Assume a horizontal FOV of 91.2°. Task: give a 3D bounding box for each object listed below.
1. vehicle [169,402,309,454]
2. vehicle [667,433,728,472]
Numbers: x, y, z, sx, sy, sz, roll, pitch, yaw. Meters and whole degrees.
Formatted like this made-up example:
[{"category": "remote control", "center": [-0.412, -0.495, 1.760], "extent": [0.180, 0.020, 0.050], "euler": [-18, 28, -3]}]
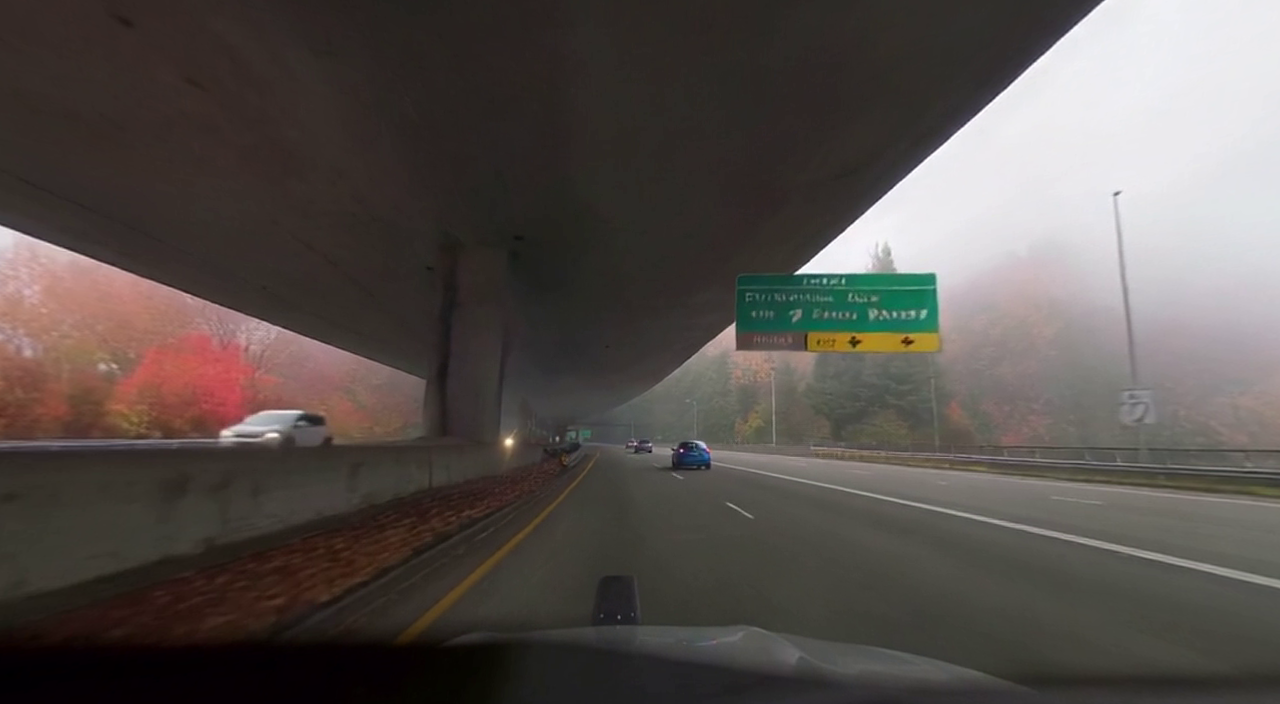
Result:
[{"category": "vehicle", "center": [-13.209, 2.610, 21.041], "extent": [1.921, 1.550, 4.249], "euler": [0, -9, -1]}, {"category": "vehicle", "center": [2.545, 4.629, 28.858], "extent": [2.337, 1.633, 4.222], "euler": [0, -9, -1]}]
